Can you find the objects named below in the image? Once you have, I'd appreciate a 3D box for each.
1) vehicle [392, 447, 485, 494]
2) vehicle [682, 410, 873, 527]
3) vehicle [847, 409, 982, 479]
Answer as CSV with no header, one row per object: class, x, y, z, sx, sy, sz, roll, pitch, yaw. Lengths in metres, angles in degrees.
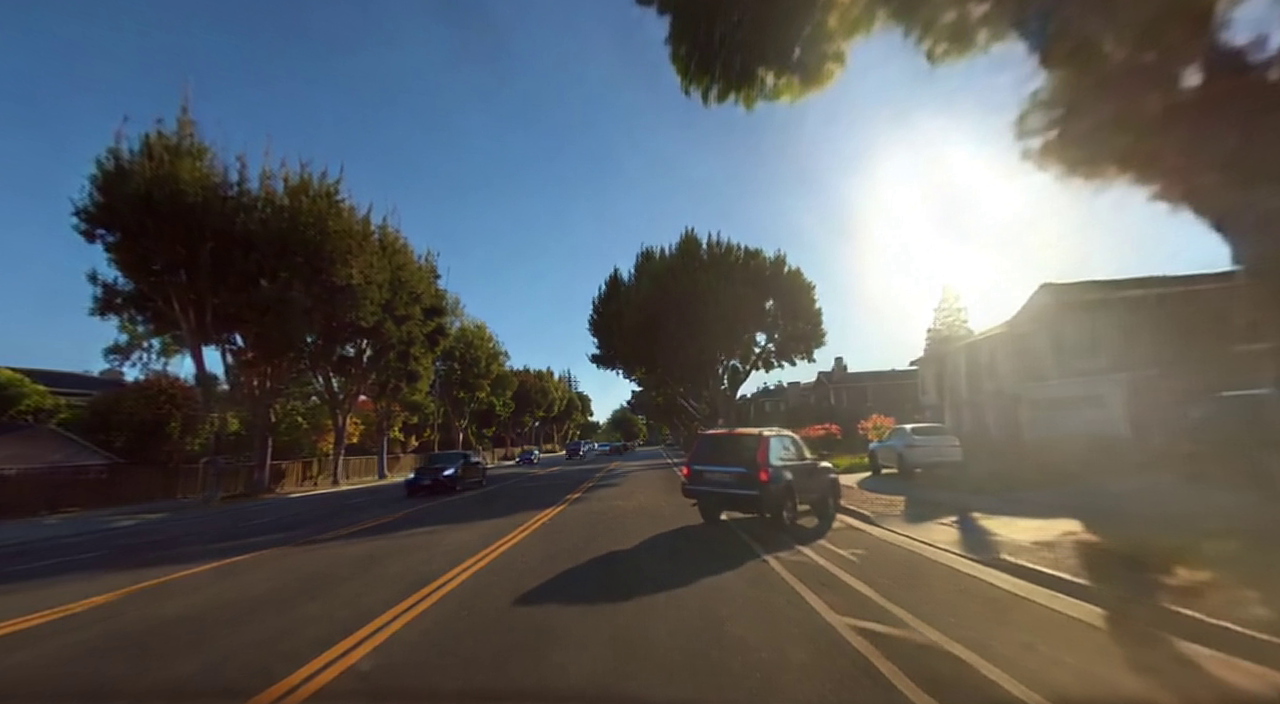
vehicle,-7.194,4.240,22.998,1.894,1.476,4.429,-2,-8,1
vehicle,2.984,2.253,12.750,2.268,1.862,4.724,-5,-10,31
vehicle,8.577,3.007,20.292,2.007,1.803,4.835,-5,-9,-1
